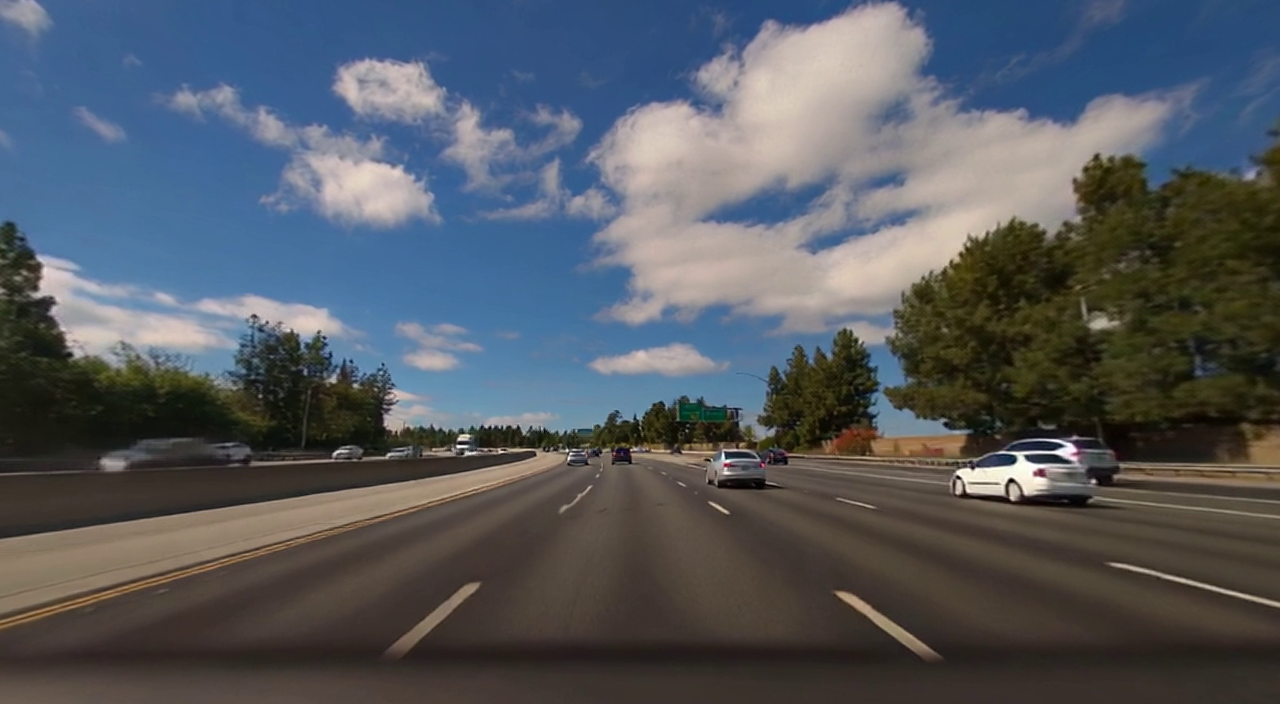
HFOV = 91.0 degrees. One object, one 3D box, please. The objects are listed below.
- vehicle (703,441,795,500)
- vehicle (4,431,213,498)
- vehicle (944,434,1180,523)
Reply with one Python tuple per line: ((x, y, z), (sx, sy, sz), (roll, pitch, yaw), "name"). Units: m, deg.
((3.116, 3.505, 18.857), (1.975, 1.562, 3.823), (0, -9, -1), "vehicle")
((-16.976, 3.635, 20.656), (2.148, 1.902, 5.385), (0, -9, -1), "vehicle")
((9.034, 2.751, 14.153), (1.909, 1.634, 4.739), (0, -9, -1), "vehicle")
